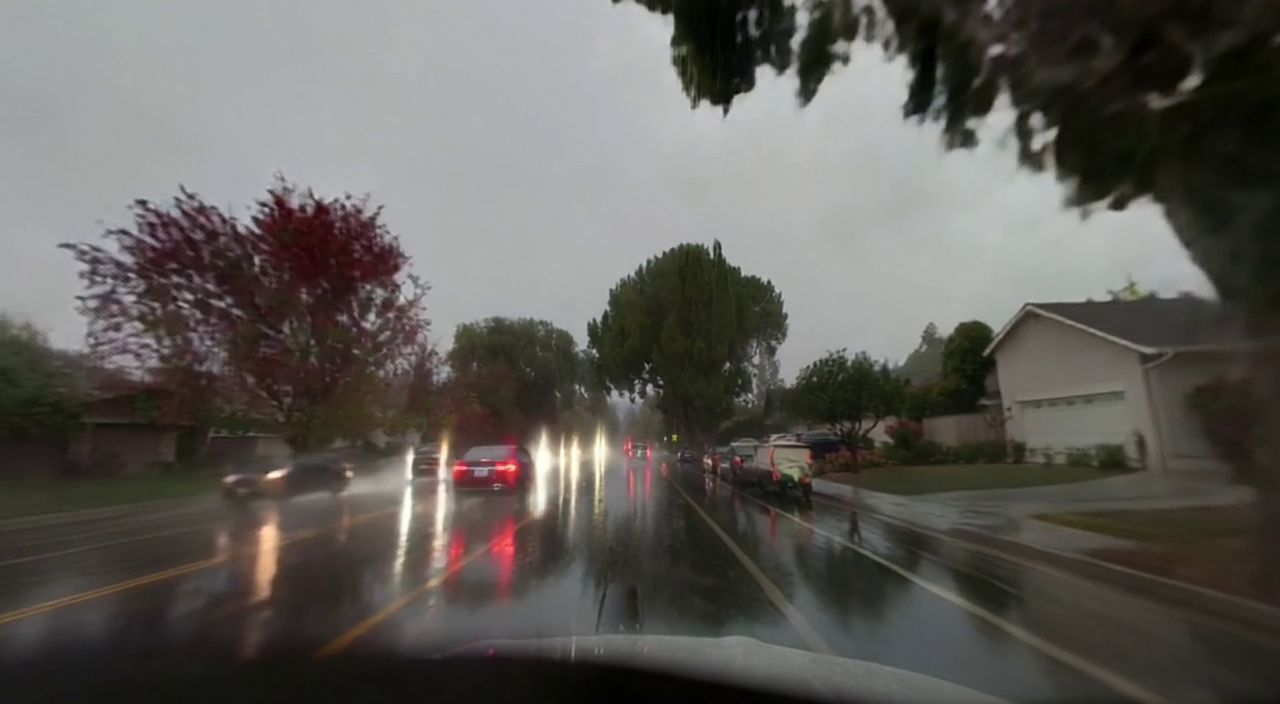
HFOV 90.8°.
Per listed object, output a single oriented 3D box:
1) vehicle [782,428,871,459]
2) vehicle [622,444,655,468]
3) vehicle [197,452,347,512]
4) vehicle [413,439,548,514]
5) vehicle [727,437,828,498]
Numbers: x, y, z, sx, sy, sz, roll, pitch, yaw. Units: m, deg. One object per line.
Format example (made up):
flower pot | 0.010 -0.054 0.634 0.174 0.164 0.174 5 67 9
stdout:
vehicle | 11.553 5.738 39.480 4.923 1.878 1.953 0 -8 2
vehicle | -0.093 6.912 42.290 2.088 1.495 4.048 0 -8 0
vehicle | -10.590 3.721 18.618 1.872 1.502 4.185 0 -8 0
vehicle | -3.524 2.833 14.923 2.027 1.477 4.413 0 -8 0
vehicle | 4.223 3.625 20.362 2.045 1.702 4.916 0 -8 -1
